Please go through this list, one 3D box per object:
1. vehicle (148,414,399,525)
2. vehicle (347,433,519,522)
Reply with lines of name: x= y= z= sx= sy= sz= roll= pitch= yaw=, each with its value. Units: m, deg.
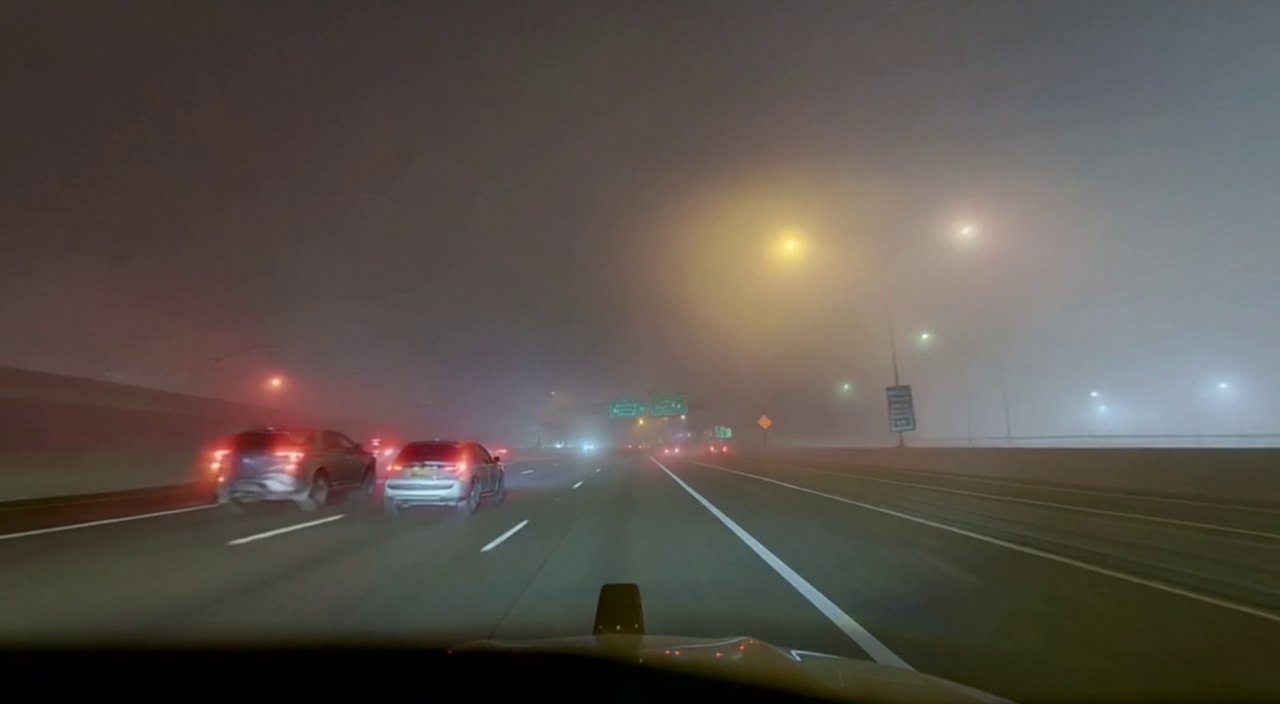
vehicle: x=-7.229 y=2.371 z=13.358 sx=2.208 sy=1.876 sz=5.088 roll=0 pitch=-8 yaw=0
vehicle: x=-4.035 y=2.519 z=13.277 sx=2.051 sy=1.516 sz=4.493 roll=0 pitch=-8 yaw=0
